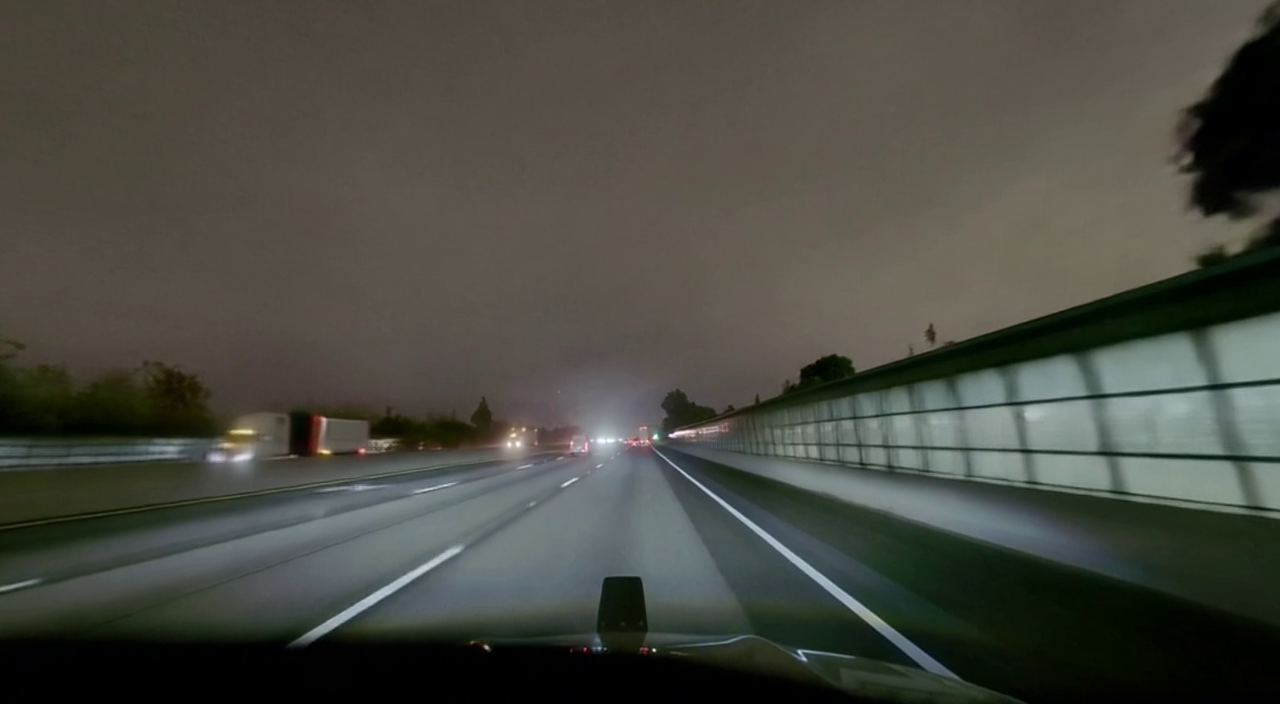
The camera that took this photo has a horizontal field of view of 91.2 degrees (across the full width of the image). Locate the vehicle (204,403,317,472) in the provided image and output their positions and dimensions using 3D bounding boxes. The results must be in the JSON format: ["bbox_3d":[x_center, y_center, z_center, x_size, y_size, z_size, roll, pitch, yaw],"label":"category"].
[{"bbox_3d":[-24.850,5.735,41.591,3.405,4.202,6.331,0,-9,-1],"label":"vehicle"}]

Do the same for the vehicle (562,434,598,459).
[{"bbox_3d":[-4.168,6.612,43.963,2.063,1.598,4.189,0,-8,0],"label":"vehicle"}]
